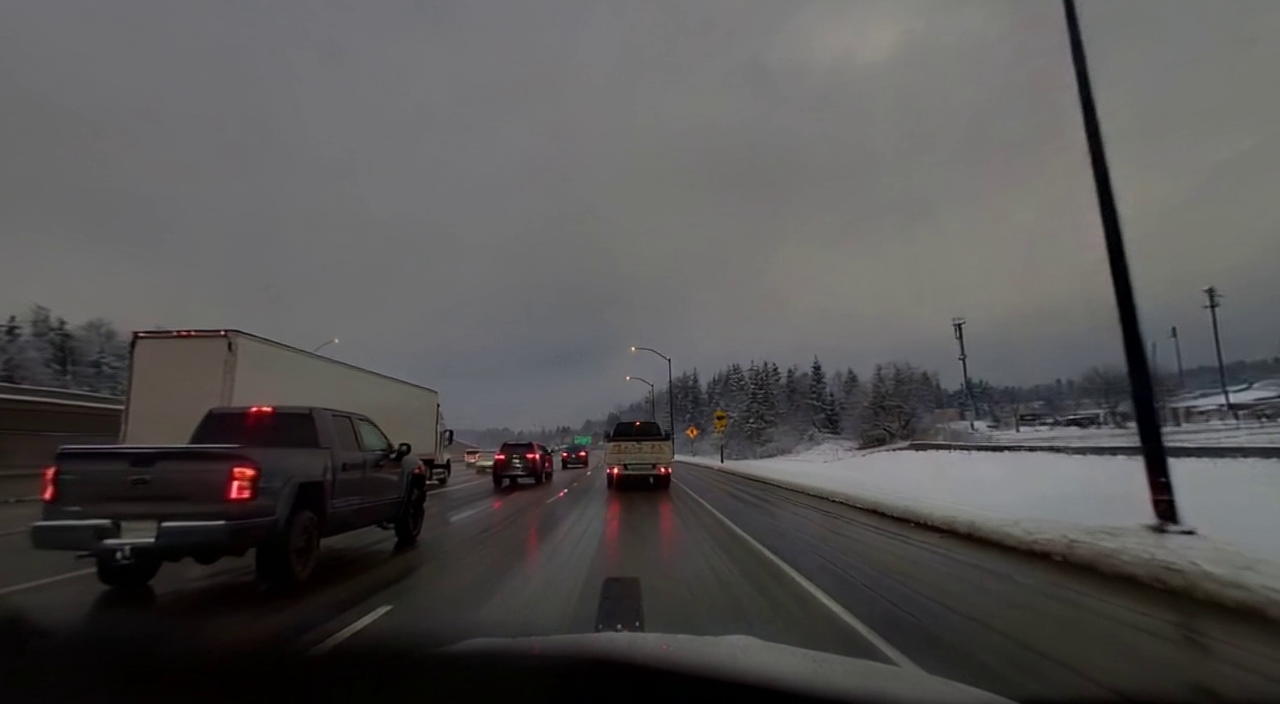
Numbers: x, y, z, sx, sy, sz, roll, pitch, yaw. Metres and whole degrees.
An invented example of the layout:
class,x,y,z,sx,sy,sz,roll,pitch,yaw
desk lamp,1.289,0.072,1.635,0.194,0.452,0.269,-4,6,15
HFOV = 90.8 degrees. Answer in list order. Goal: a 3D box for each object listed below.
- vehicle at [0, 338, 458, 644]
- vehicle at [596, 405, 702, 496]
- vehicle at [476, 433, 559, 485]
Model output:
class,x,y,z,sx,sy,sz,roll,pitch,yaw
vehicle,-4.160,1.306,6.973,2.575,1.958,5.730,0,-9,0
vehicle,0.126,3.295,21.302,2.886,2.471,7.692,0,-9,-2
vehicle,-4.744,4.224,25.312,2.329,1.859,4.823,0,-9,0
